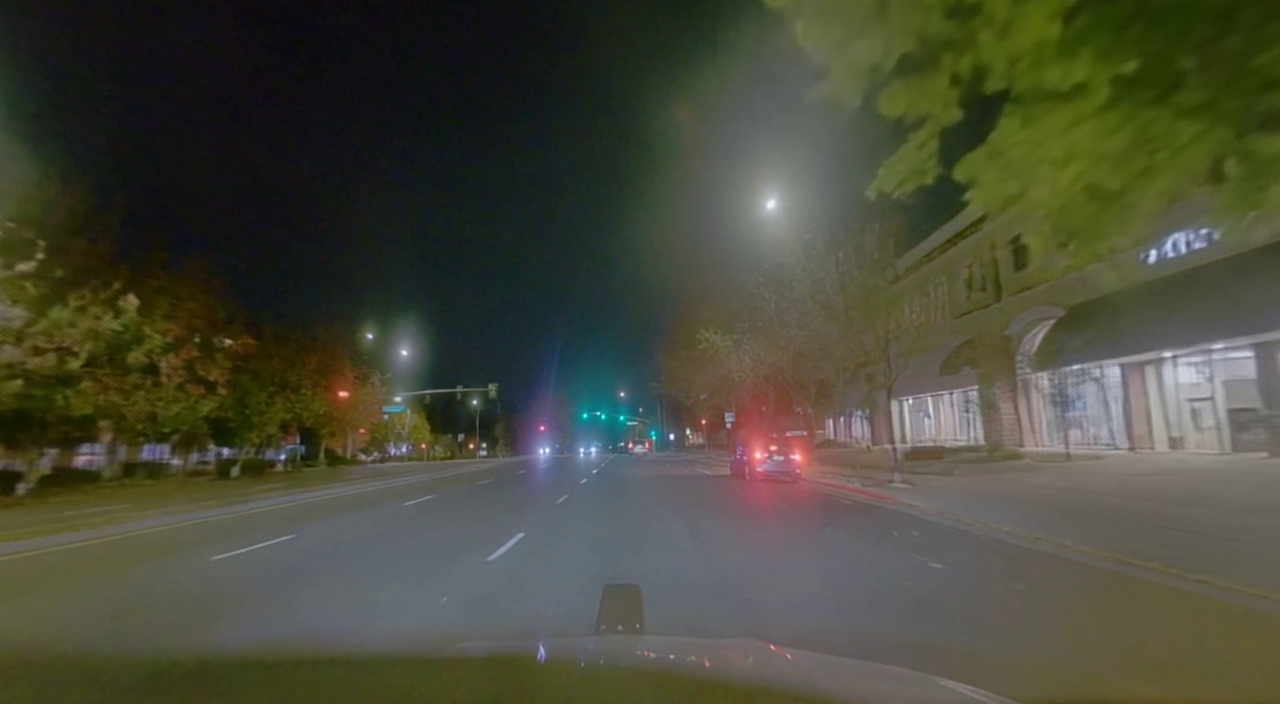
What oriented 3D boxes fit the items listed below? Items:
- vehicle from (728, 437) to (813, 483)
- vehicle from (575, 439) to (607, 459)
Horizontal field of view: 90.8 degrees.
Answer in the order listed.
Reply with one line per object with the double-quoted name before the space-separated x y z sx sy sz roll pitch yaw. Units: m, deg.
"vehicle" 4.471 3.771 22.365 1.942 1.469 4.049 0 -8 -3
"vehicle" -3.659 7.303 47.678 2.032 1.467 4.411 0 -8 0
